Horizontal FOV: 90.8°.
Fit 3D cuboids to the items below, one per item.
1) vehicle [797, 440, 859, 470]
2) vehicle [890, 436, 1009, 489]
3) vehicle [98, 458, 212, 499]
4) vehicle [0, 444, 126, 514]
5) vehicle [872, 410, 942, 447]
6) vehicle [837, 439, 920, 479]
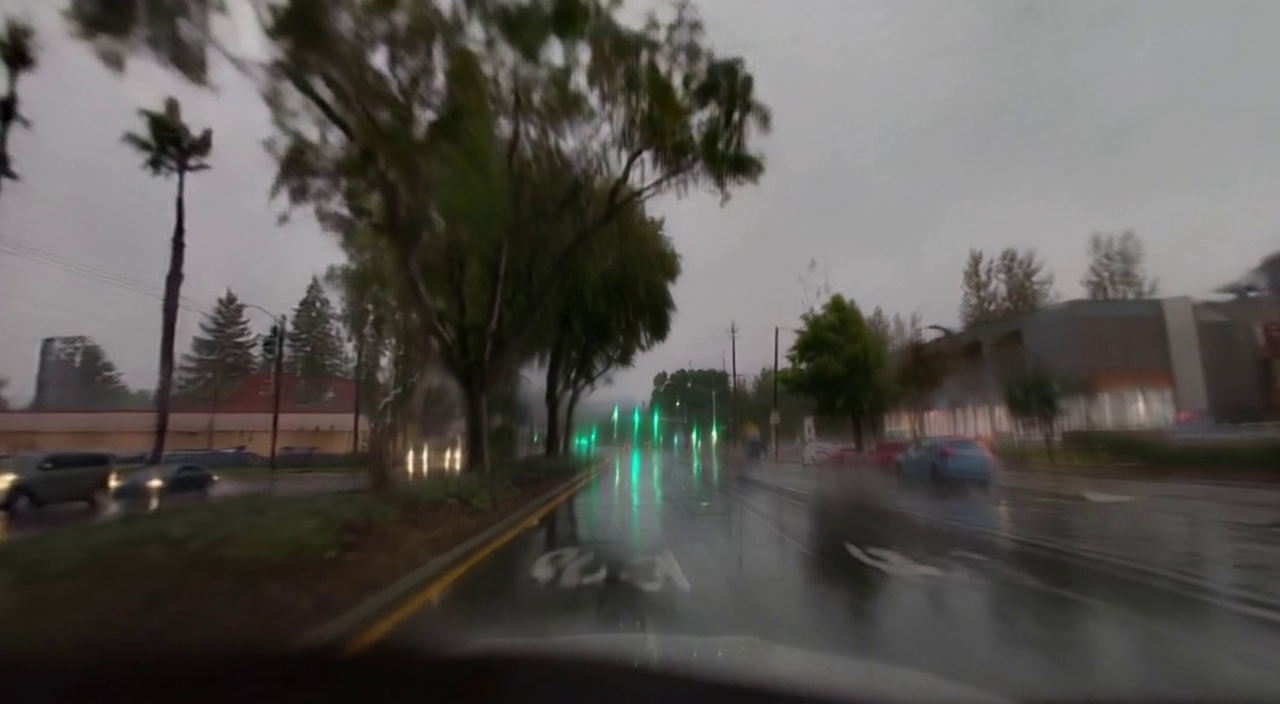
[{"bbox_3d":[10.060,5.551,34.196,1.926,1.464,4.436,0,-9,-1],"label":"vehicle"},{"bbox_3d":[10.105,3.635,21.013,1.901,1.586,3.903,0,-9,0],"label":"vehicle"},{"bbox_3d":[-19.470,5.080,25.592,1.664,1.443,3.701,-1,-9,0],"label":"vehicle"},{"bbox_3d":[-19.436,4.036,20.264,1.954,2.000,4.687,-3,-9,-1],"label":"vehicle"},{"bbox_3d":[19.235,5.650,45.917,2.179,2.441,5.974,-2,-8,-2],"label":"vehicle"},{"bbox_3d":[9.836,4.440,26.428,1.726,1.486,4.394,0,-9,-1],"label":"vehicle"}]
